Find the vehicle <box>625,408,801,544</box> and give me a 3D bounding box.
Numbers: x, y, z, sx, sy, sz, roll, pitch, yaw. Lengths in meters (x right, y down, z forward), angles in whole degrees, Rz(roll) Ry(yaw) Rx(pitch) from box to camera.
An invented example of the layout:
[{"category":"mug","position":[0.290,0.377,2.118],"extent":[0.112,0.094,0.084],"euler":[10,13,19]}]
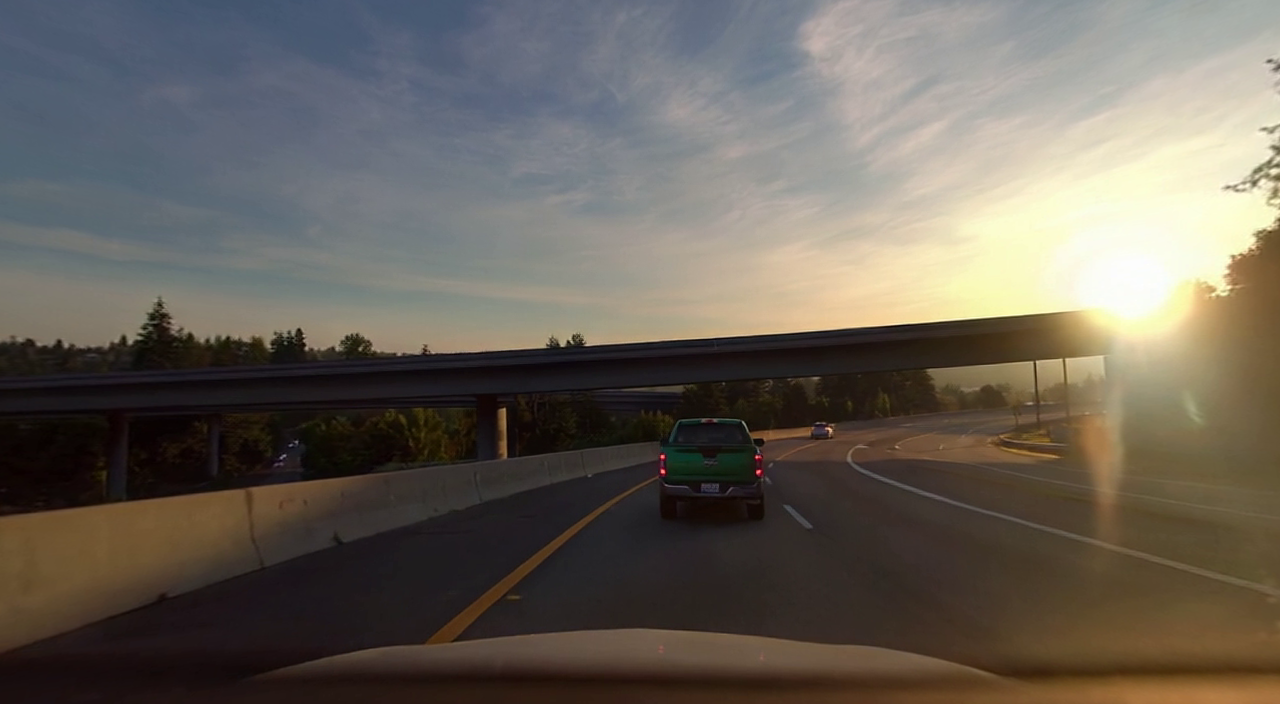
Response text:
[{"category":"vehicle","position":[1.146,1.916,10.347],"extent":[2.235,1.716,4.435],"euler":[-1,-9,6]}]
